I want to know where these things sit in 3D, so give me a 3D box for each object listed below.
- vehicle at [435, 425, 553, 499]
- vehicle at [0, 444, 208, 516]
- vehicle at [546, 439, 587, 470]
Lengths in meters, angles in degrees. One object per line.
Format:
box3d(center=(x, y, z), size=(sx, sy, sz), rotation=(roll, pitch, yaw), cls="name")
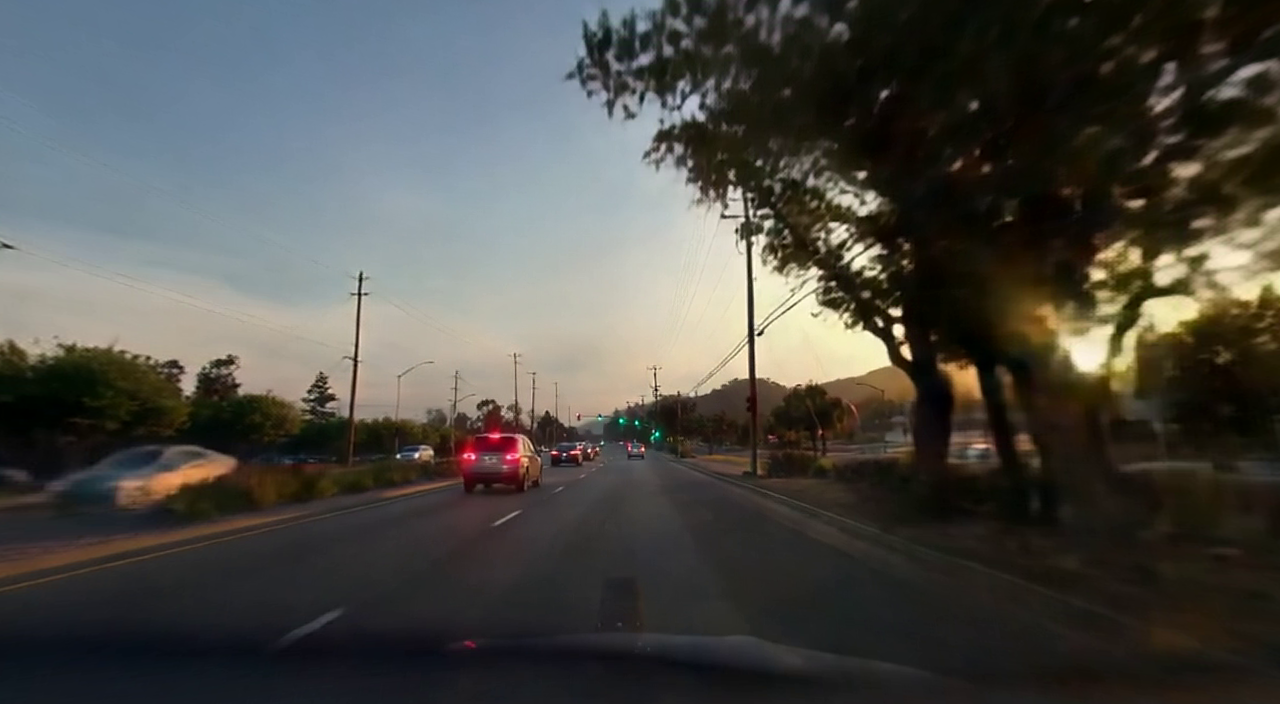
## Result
box3d(center=(-3.905, 3.037, 17.842), size=(2.189, 1.807, 4.467), rotation=(0, -9, 1), cls="vehicle")
box3d(center=(-13.609, 3.161, 16.183), size=(1.942, 1.579, 4.409), rotation=(0, -9, -1), cls="vehicle")
box3d(center=(-4.293, 6.081, 37.623), size=(2.041, 1.698, 4.094), rotation=(0, -9, -1), cls="vehicle")
